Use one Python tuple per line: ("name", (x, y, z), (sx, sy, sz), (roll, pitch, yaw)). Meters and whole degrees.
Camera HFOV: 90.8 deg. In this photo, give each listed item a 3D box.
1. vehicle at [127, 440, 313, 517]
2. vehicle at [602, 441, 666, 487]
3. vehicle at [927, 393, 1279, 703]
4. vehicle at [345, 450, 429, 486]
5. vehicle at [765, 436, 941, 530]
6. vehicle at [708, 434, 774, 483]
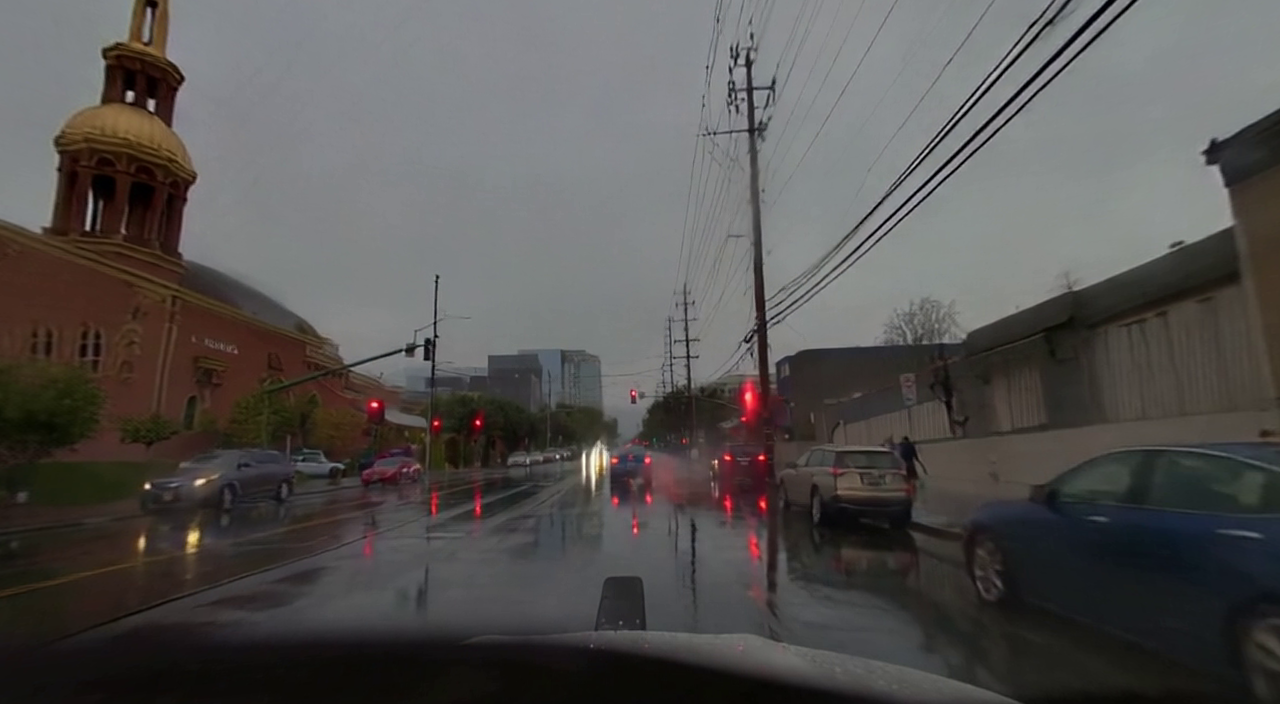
("vehicle", (-12.153, 3.653, 18.887), (2.071, 1.814, 5.185), (-4, -9, 0))
("vehicle", (-0.240, 3.940, 22.600), (2.049, 1.453, 4.299), (0, -9, -1))
("vehicle", (3.771, 1.124, 3.664), (1.944, 1.530, 4.539), (3, -9, -2))
("vehicle", (-11.955, 5.484, 30.208), (1.980, 1.502, 4.655), (0, -9, 1))
("vehicle", (3.910, 2.453, 12.410), (2.003, 1.524, 3.868), (0, -8, -1))
("vehicle", (3.931, 4.253, 25.403), (2.015, 1.780, 4.261), (0, -9, 1))
